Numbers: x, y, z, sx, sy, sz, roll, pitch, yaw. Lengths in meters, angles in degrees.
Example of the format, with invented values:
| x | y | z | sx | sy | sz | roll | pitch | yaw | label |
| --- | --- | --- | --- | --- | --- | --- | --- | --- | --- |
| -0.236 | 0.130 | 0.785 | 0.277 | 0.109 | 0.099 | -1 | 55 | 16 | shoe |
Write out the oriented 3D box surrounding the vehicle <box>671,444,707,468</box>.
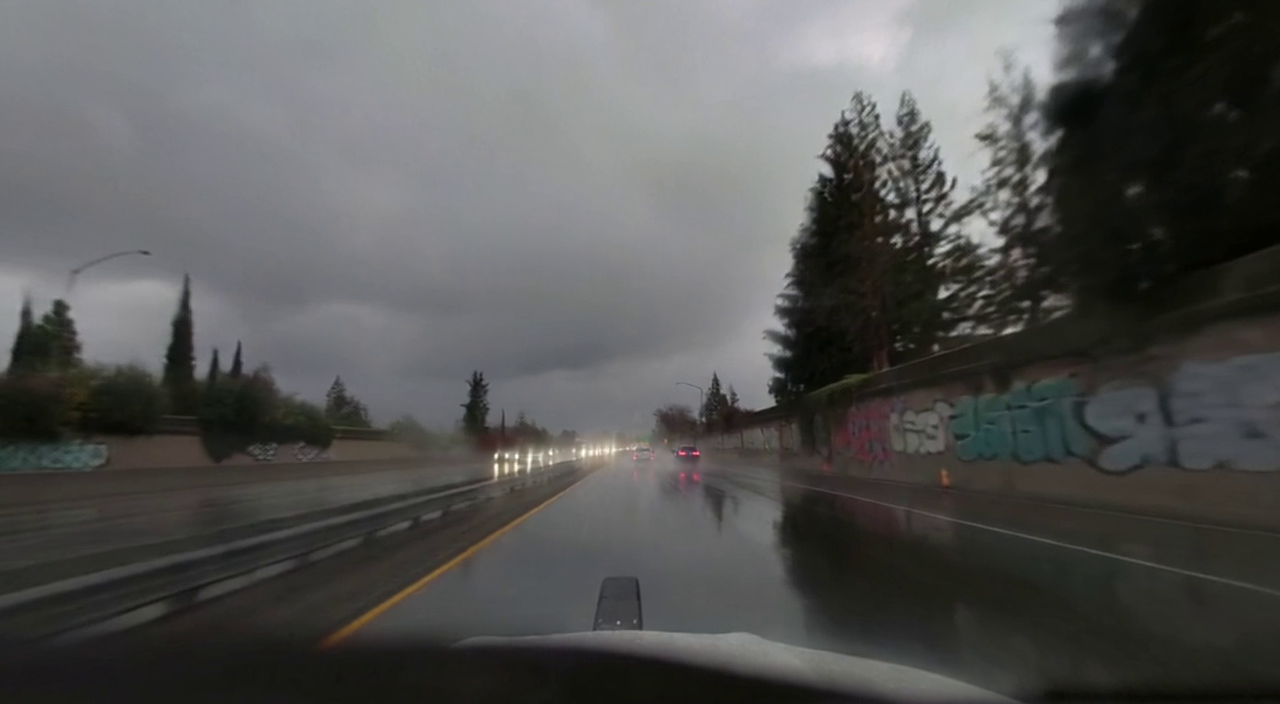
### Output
| x | y | z | sx | sy | sz | roll | pitch | yaw | label |
| --- | --- | --- | --- | --- | --- | --- | --- | --- | --- |
| 3.541 | 7.635 | 46.078 | 2.303 | 1.614 | 4.154 | -1 | -9 | 0 | vehicle |

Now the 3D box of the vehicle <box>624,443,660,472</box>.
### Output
| x | y | z | sx | sy | sz | roll | pitch | yaw | label |
| --- | --- | --- | --- | --- | --- | --- | --- | --- | --- |
| 0.119 | 6.517 | 39.050 | 2.095 | 1.671 | 4.219 | 0 | -9 | -1 | vehicle |
